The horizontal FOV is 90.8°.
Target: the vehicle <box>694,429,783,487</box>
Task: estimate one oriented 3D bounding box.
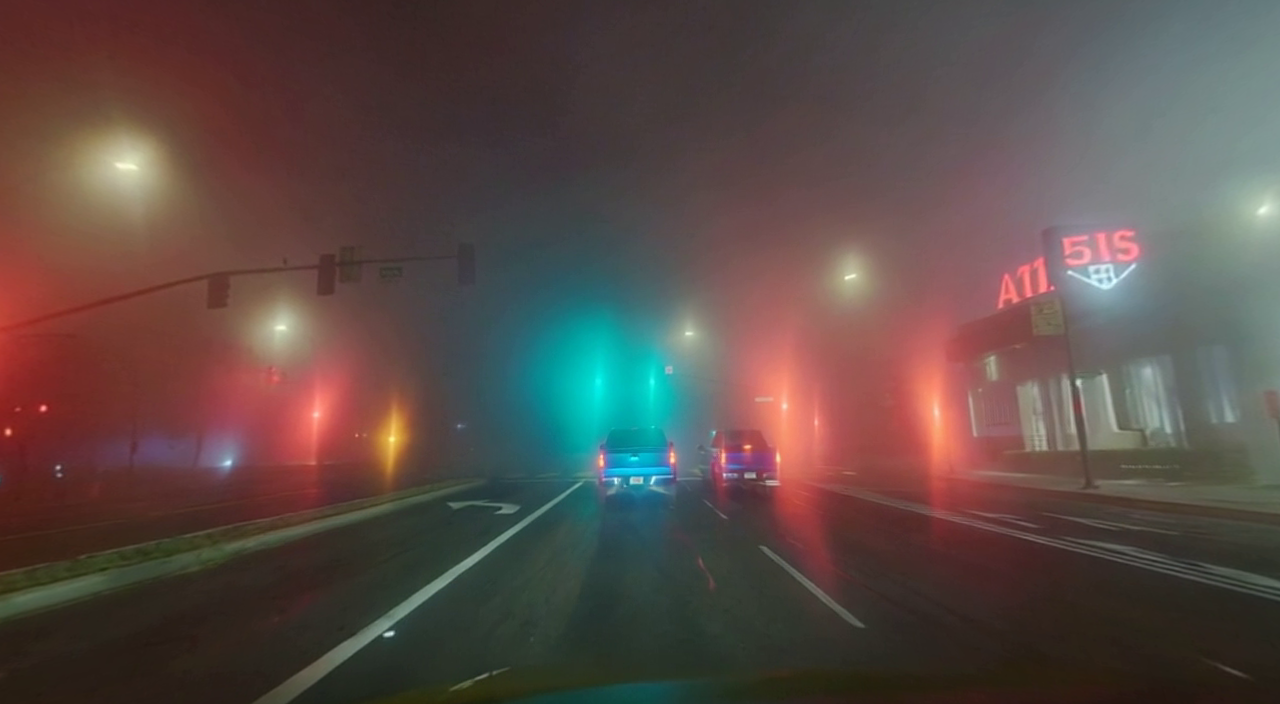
[{"bbox_3d":[3.155,3.509,21.192,2.107,1.736,4.228,0,-8,-3],"label":"vehicle"}]

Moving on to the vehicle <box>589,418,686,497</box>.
[{"bbox_3d":[-0.156,2.968,18.144,2.413,1.939,4.716,0,-8,-2],"label":"vehicle"}]
